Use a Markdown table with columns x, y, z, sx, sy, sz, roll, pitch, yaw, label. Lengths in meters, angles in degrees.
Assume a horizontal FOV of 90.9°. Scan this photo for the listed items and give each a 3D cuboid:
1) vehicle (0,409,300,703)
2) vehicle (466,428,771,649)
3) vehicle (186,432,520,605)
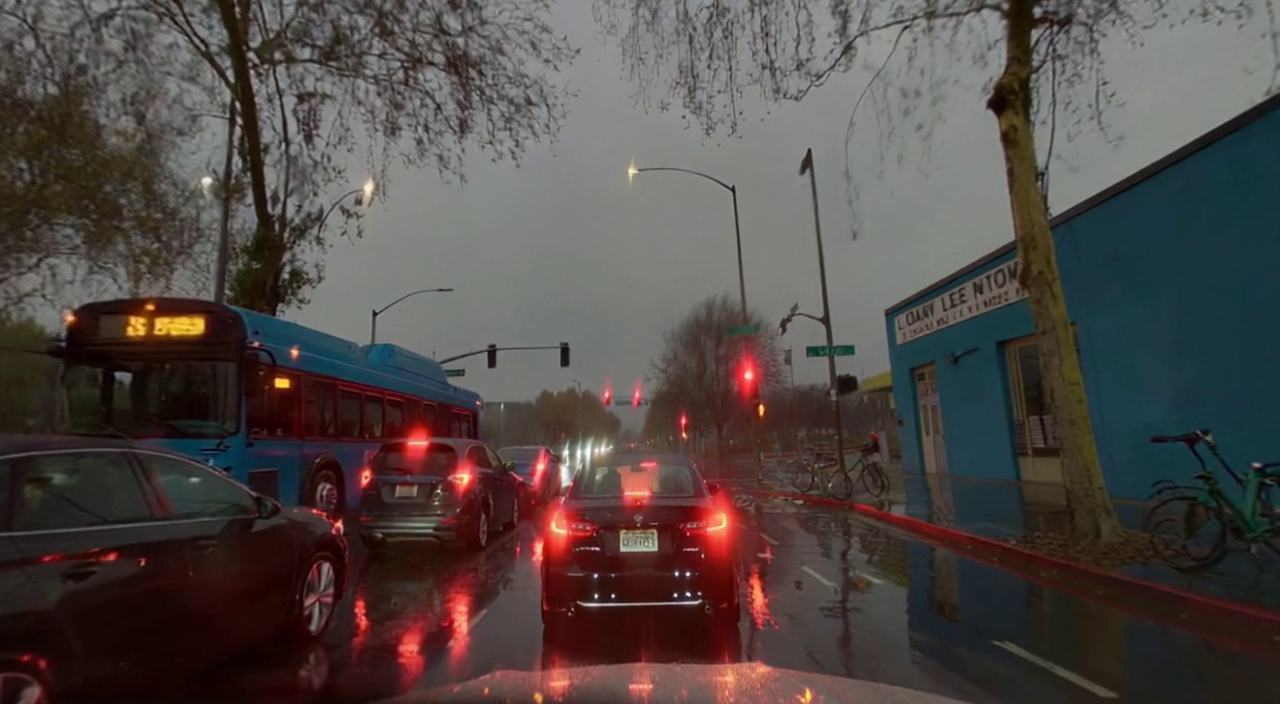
| x | y | z | sx | sy | sz | roll | pitch | yaw | label |
| --- | --- | --- | --- | --- | --- | --- | --- | --- | --- |
| -3.169 | 0.880 | 1.729 | 1.867 | 1.486 | 4.452 | 0 | -8 | 2 | vehicle |
| -0.136 | 1.531 | 6.172 | 2.031 | 1.461 | 3.763 | 0 | -8 | 0 | vehicle |
| -2.922 | 1.772 | 7.734 | 1.944 | 1.481 | 4.385 | 0 | -8 | 1 | vehicle |
